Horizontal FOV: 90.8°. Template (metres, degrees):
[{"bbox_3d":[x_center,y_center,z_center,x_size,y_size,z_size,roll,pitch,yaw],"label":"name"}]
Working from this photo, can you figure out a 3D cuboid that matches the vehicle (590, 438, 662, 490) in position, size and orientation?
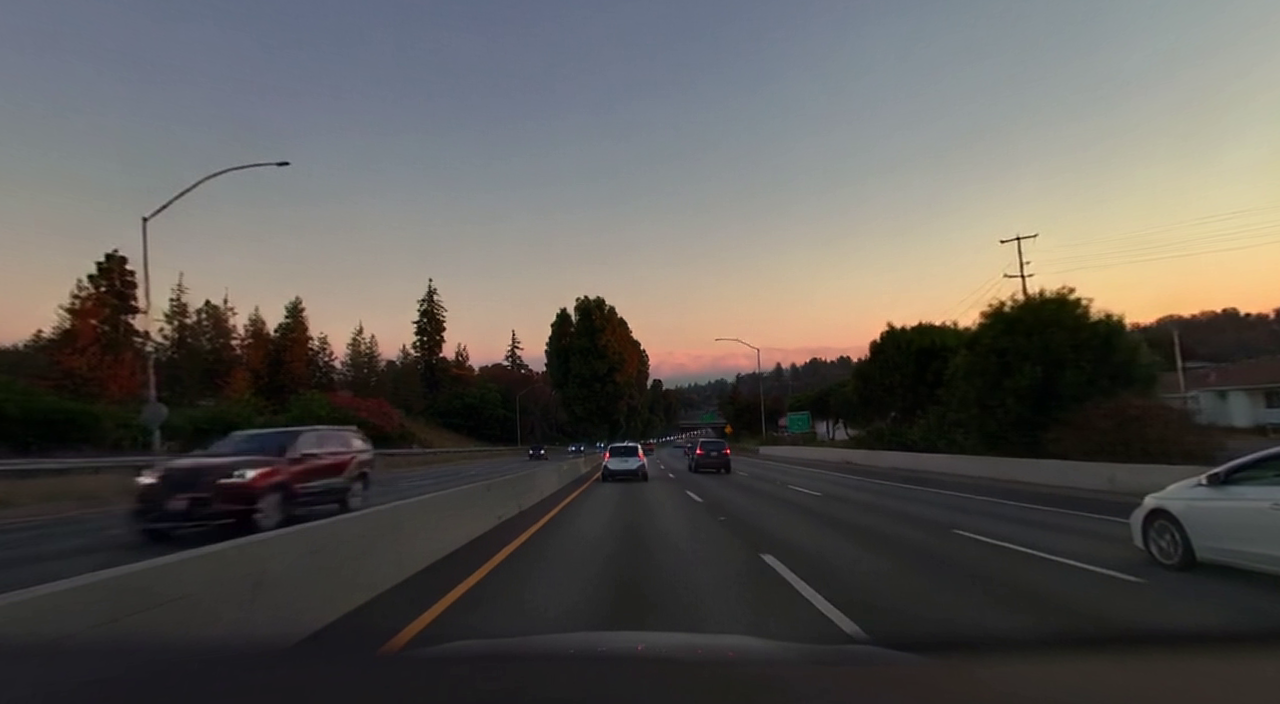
[{"bbox_3d":[-0.383,3.464,19.826,2.040,1.451,3.736,0,-8,0],"label":"vehicle"}]

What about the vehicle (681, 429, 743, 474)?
[{"bbox_3d":[3.196,4.524,28.875,2.186,1.842,4.553,0,-8,-1],"label":"vehicle"}]

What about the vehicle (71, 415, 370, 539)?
[{"bbox_3d":[-7.325,2.226,11.962,2.205,1.832,5.001,0,-8,0],"label":"vehicle"}]
